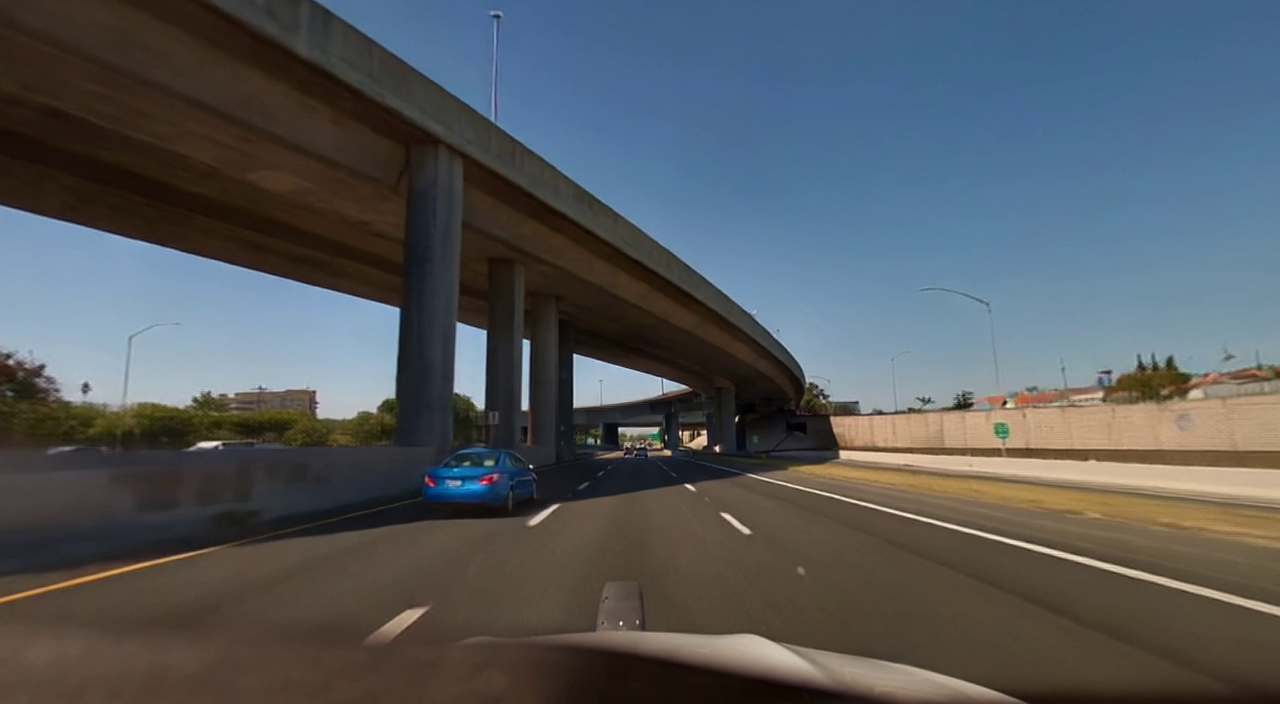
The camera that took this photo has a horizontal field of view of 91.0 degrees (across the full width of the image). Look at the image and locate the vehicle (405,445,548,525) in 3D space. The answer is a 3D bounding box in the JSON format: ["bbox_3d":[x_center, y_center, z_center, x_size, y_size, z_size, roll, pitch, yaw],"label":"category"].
[{"bbox_3d":[-3.404,2.846,14.059,2.044,1.478,4.114,0,-9,0],"label":"vehicle"}]

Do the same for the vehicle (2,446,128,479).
[{"bbox_3d":[-30.083,5.758,33.205,1.950,1.584,4.891,0,-8,0],"label":"vehicle"}]
